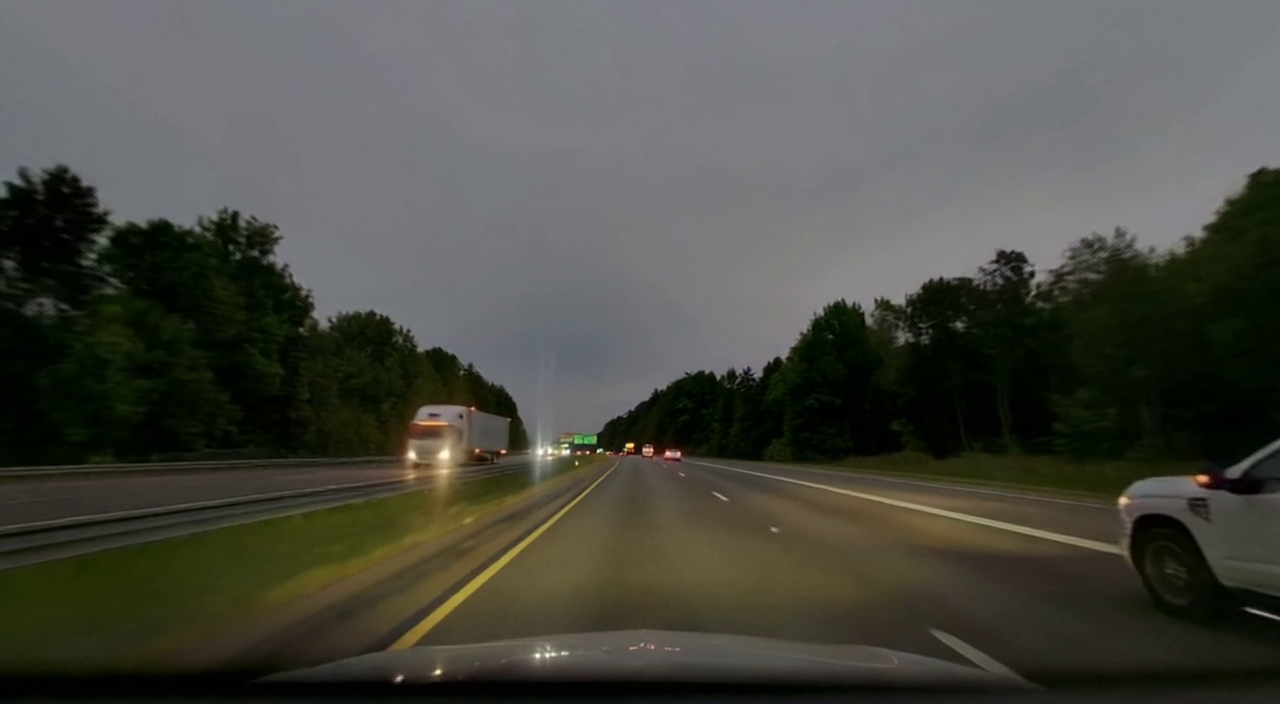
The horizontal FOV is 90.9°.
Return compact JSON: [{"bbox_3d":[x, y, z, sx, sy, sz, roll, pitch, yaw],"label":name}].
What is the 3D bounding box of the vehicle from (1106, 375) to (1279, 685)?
[{"bbox_3d":[4.425,0.802,2.363,1.933,1.663,4.440,0,-9,0],"label":"vehicle"}]
